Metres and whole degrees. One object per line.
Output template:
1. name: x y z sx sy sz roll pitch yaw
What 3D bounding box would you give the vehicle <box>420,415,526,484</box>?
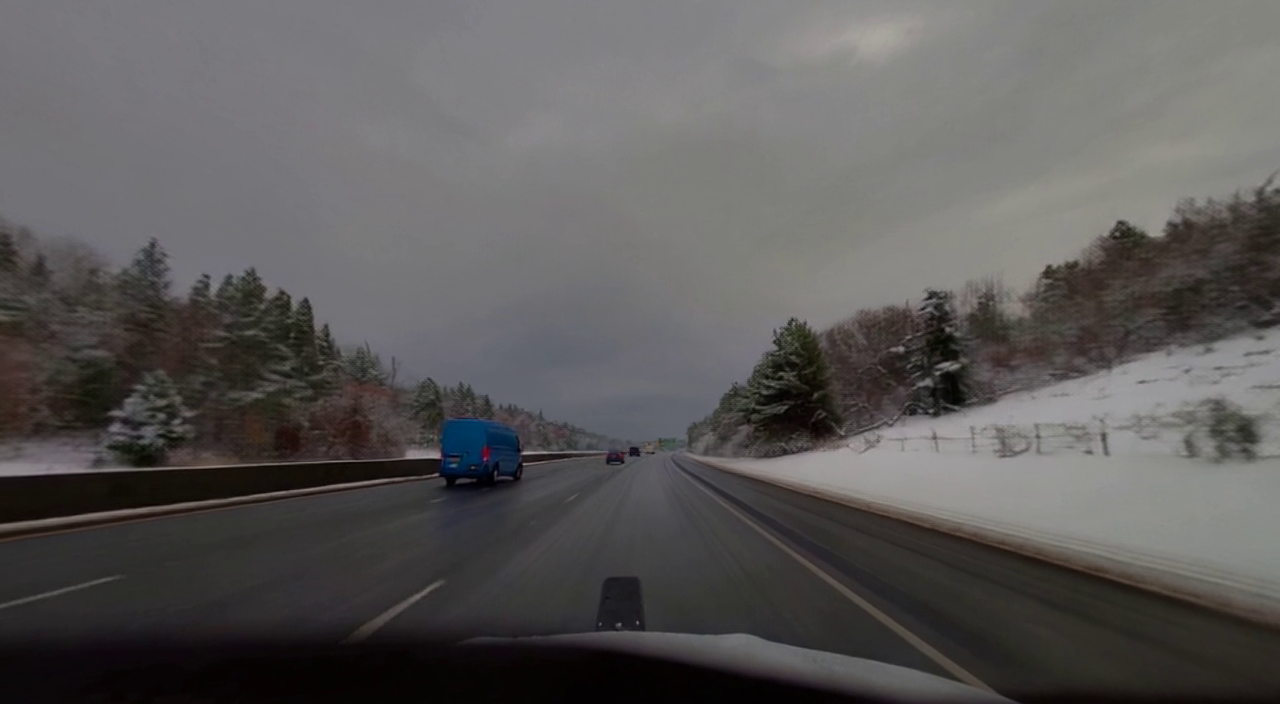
1. vehicle: -6.533 3.970 25.696 2.449 2.471 6.130 0 -9 2
